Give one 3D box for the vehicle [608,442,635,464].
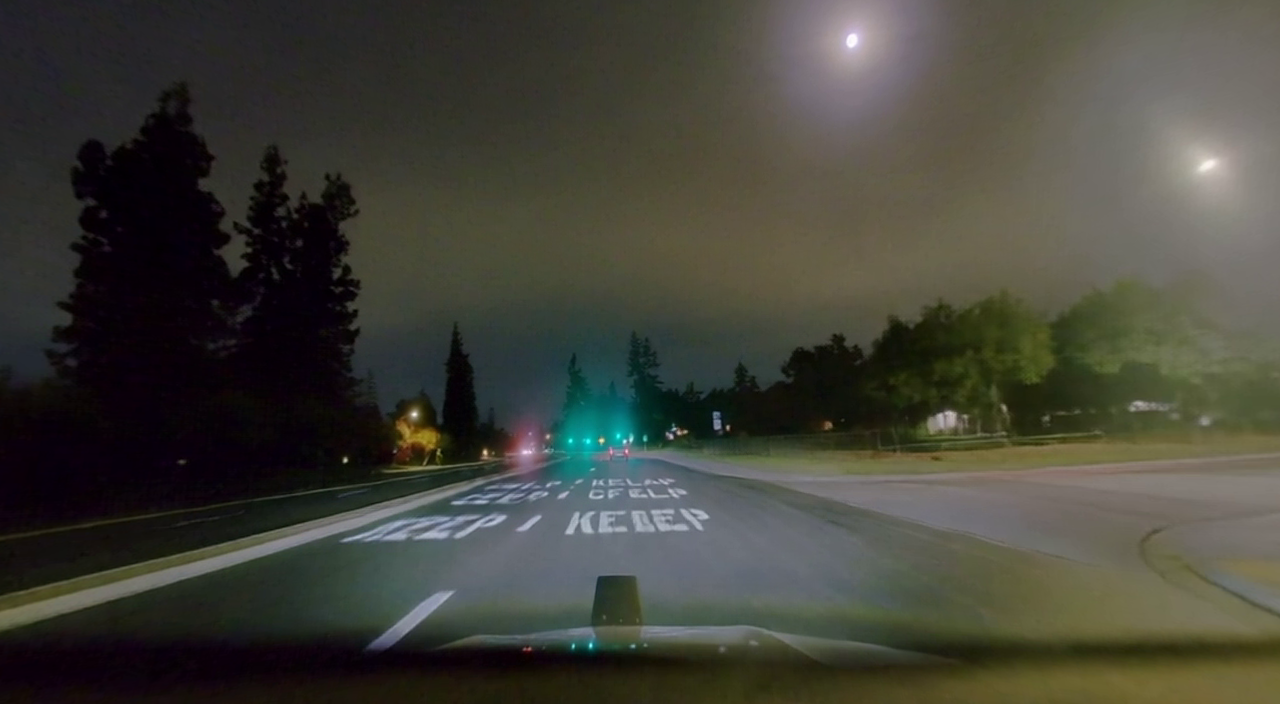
[{"bbox_3d":[-1.450,7.880,49.449,2.045,1.613,4.210,0,-8,-2],"label":"vehicle"}]
